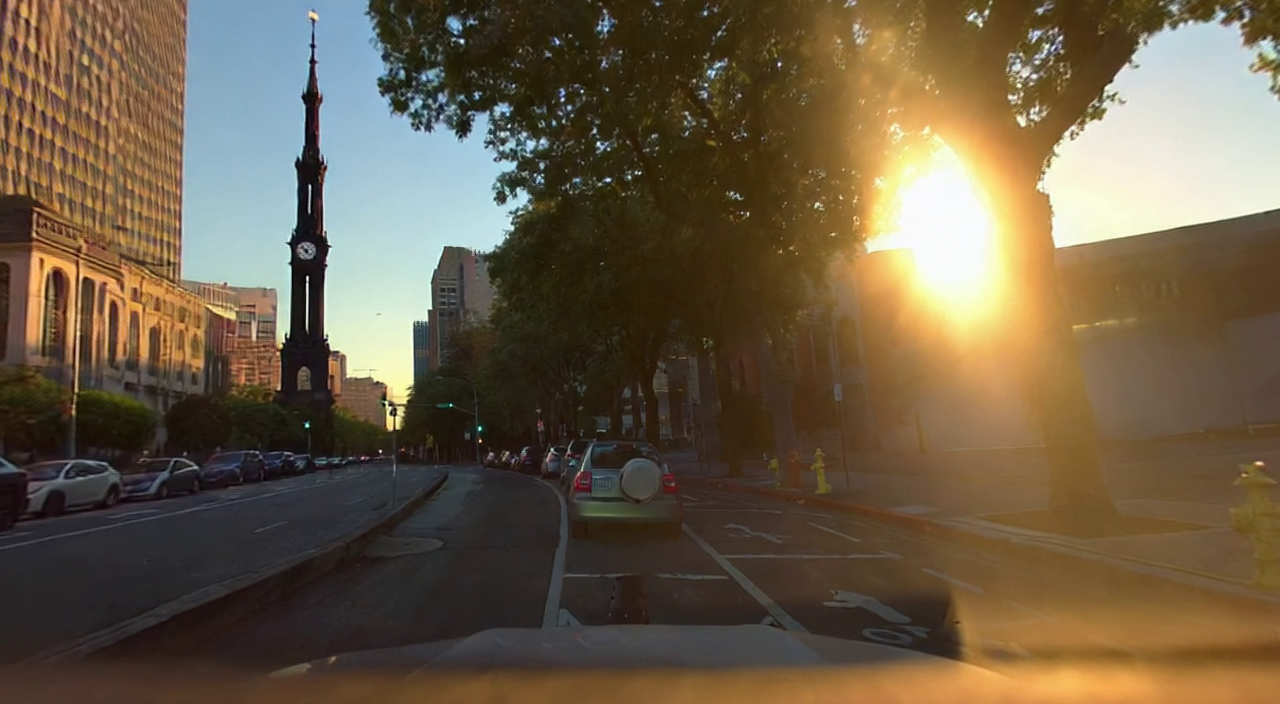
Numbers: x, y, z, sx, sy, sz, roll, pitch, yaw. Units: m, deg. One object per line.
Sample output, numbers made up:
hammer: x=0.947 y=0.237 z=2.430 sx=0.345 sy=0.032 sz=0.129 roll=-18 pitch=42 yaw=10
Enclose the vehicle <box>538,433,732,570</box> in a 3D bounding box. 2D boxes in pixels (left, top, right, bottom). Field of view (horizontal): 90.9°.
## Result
vehicle: x=-0.237 y=1.939 z=9.022 sx=2.142 sy=1.475 sz=4.051 roll=1 pitch=-8 yaw=-6
